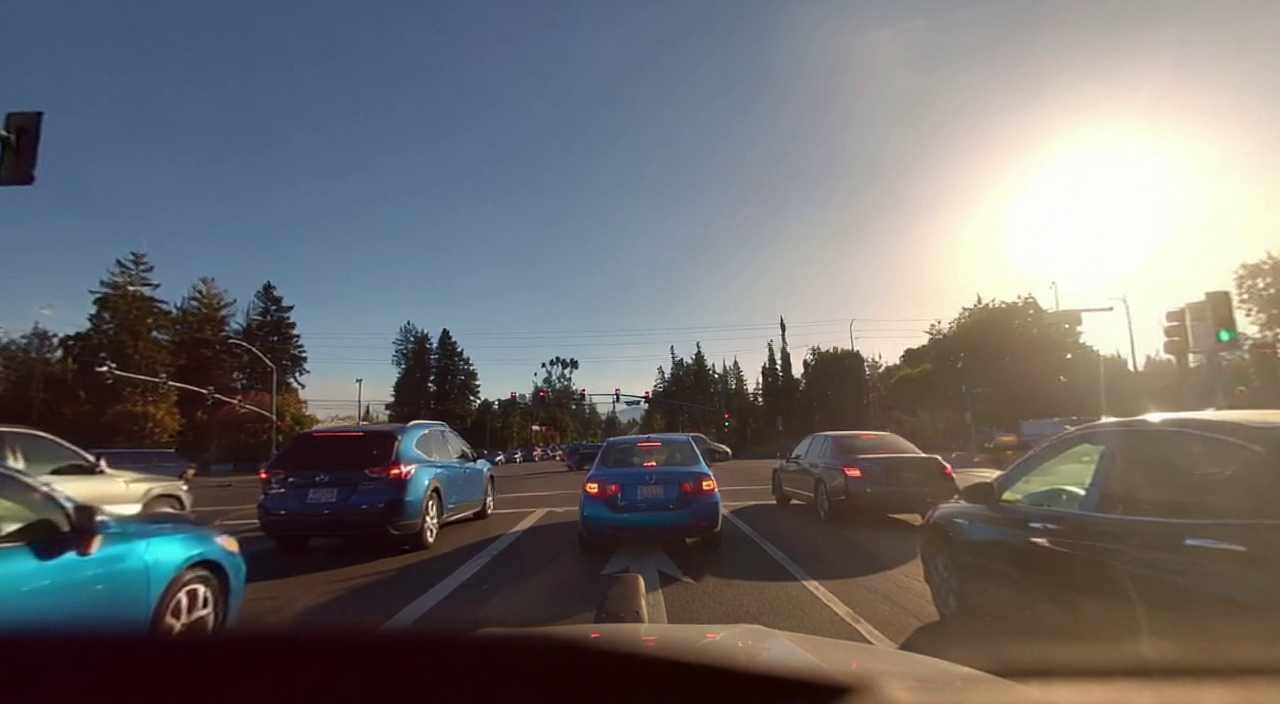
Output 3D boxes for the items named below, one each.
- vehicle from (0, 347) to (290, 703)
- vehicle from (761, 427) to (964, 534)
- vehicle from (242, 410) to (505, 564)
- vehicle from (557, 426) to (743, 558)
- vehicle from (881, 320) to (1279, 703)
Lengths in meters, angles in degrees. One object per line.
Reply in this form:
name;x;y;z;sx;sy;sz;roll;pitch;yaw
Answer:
vehicle;-3.355;0.759;1.907;2.034;1.655;4.465;0;-9;0
vehicle;3.535;2.132;11.082;1.874;1.487;4.404;0;-9;-1
vehicle;-3.427;1.828;9.221;1.958;1.693;4.242;0;-9;0
vehicle;0.056;1.900;9.275;2.114;1.482;4.056;0;-9;-2
vehicle;3.233;0.922;3.289;2.178;1.691;4.314;0;-9;-1
